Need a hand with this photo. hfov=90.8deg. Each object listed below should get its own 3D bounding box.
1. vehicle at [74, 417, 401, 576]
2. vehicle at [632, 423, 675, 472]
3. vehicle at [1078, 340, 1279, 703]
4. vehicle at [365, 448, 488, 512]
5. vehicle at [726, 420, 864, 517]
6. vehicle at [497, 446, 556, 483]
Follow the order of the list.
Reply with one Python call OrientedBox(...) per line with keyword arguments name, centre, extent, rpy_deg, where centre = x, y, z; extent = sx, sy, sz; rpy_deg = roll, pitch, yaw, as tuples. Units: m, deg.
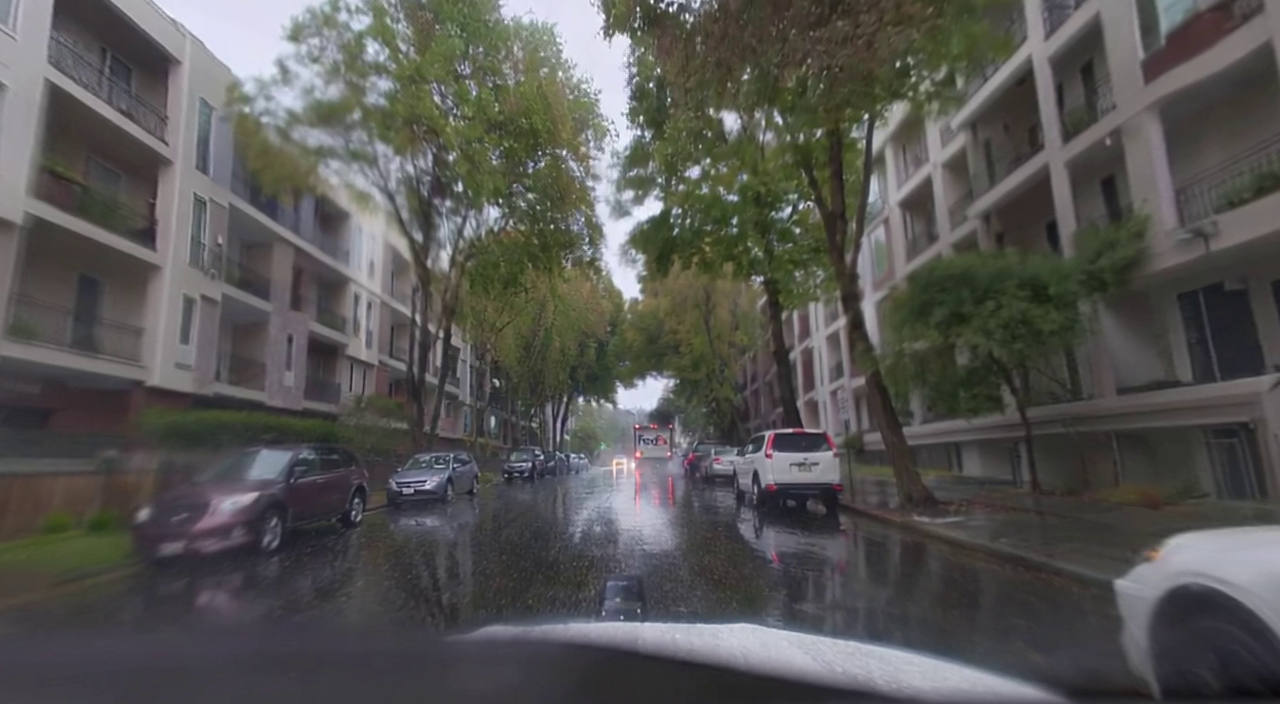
OrientedBox(name="vehicle", centre=(-5.730, 2.082, 9.976), extent=(2.098, 1.894, 4.616), rpy_deg=(0, -9, 0))
OrientedBox(name="vehicle", centre=(0.847, 7.134, 47.334), extent=(2.930, 3.275, 8.180), rpy_deg=(0, -8, -1))
OrientedBox(name="vehicle", centre=(3.523, 0.666, 1.318), extent=(2.072, 1.742, 4.210), rpy_deg=(0, -8, -1))
OrientedBox(name="vehicle", centre=(-5.794, 3.500, 17.782), extent=(1.888, 1.546, 4.306), rpy_deg=(0, -8, 1))
OrientedBox(name="vehicle", centre=(3.577, 2.778, 15.514), extent=(2.099, 2.018, 4.087), rpy_deg=(0, -9, -4))
OrientedBox(name="vehicle", centre=(-5.757, 5.741, 32.538), extent=(2.089, 1.757, 4.256), rpy_deg=(0, -8, 2))
